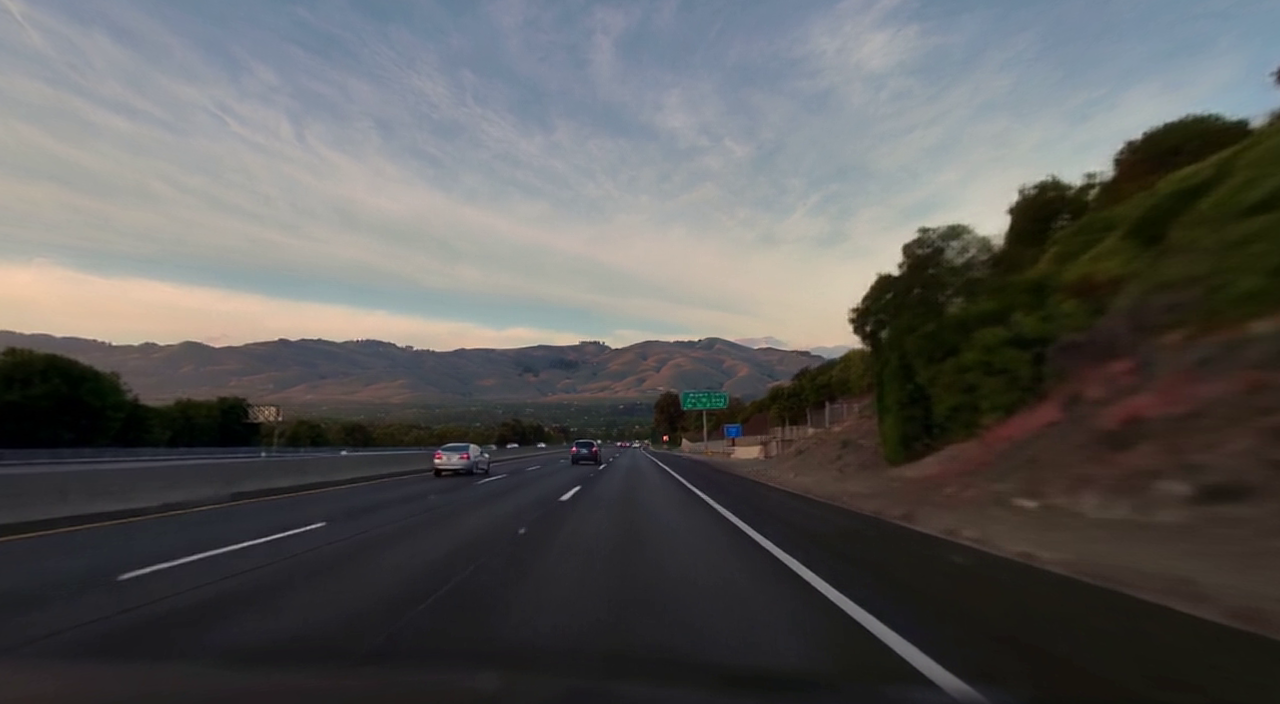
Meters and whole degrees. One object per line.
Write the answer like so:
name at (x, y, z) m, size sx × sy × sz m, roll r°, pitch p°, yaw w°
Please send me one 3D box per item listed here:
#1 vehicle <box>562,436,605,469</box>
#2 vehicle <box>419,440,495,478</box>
vehicle at (-3.207, 5.836, 36.765) m, size 2.029 × 1.753 × 4.718 m, roll 0°, pitch -8°, yaw 0°
vehicle at (-7.767, 4.576, 27.291) m, size 1.930 × 1.508 × 4.567 m, roll 0°, pitch -8°, yaw 0°
